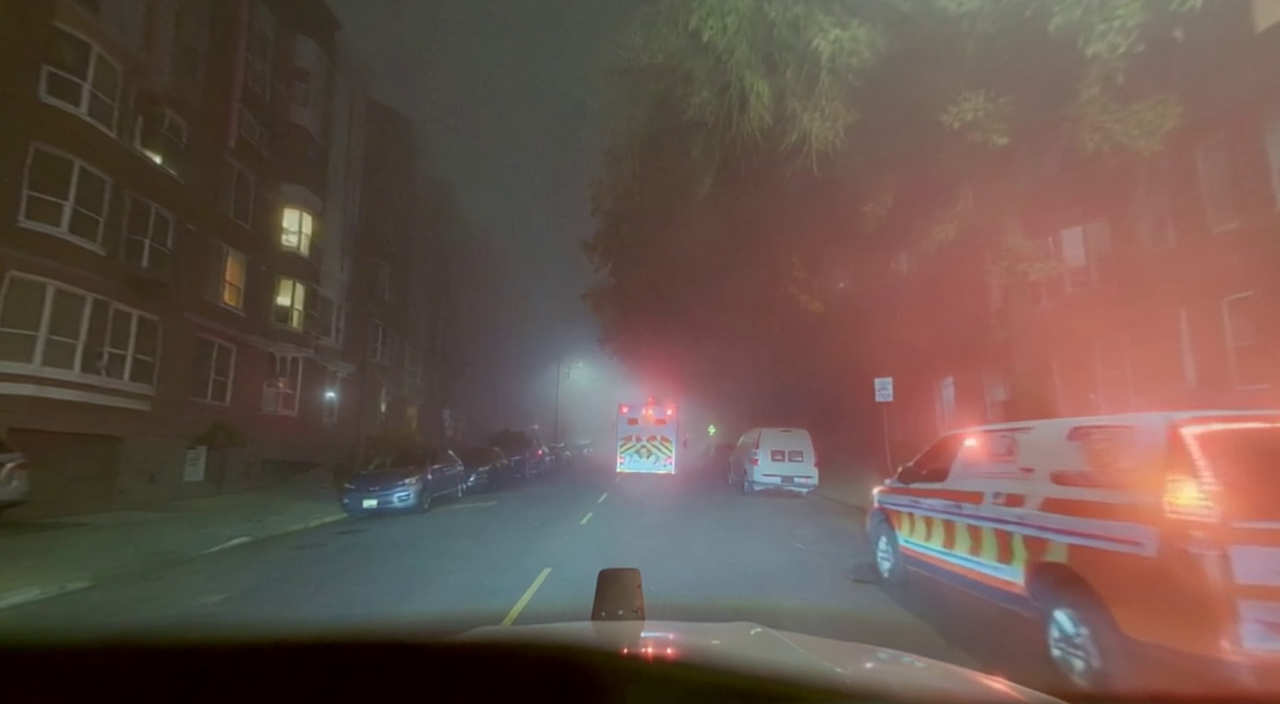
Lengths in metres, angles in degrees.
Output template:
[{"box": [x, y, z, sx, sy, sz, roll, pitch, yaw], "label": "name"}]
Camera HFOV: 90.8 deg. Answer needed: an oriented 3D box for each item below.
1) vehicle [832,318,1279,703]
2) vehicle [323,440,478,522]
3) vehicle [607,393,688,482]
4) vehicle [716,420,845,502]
[{"box": [3.325, 1.146, 4.820, 2.152, 1.868, 4.976, 0, -8, 0], "label": "vehicle"}, {"box": [-5.409, 2.919, 15.031, 1.967, 1.492, 4.781, -4, -8, -2], "label": "vehicle"}, {"box": [0.198, 3.472, 25.519, 2.754, 3.008, 7.730, 0, -8, -1], "label": "vehicle"}, {"box": [3.560, 2.898, 17.309, 2.232, 1.860, 5.593, 0, -8, 0], "label": "vehicle"}]
